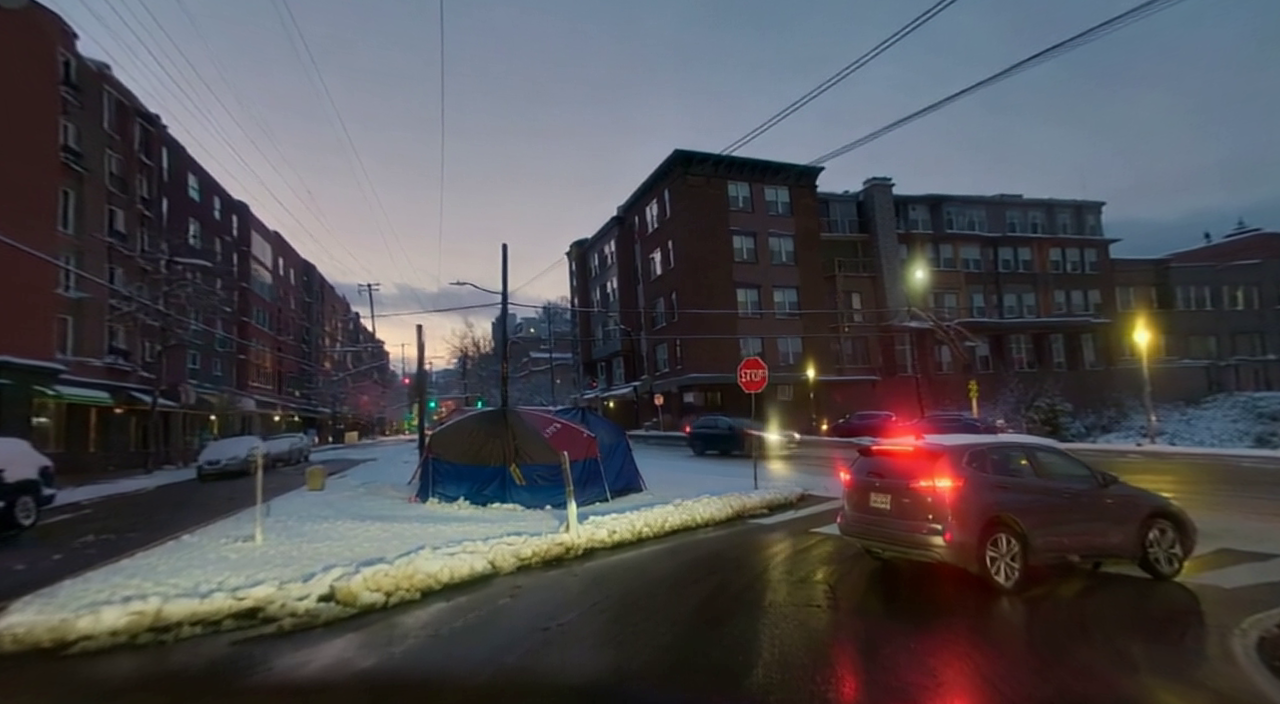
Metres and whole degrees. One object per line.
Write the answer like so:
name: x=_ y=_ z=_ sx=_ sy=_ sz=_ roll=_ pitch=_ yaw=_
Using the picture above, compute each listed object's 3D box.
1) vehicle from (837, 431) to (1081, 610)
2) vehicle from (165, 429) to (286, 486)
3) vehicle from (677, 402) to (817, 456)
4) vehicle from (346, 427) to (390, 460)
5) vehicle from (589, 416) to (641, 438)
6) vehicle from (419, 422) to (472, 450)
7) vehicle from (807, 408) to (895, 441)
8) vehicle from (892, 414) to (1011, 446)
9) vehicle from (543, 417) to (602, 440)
vehicle: x=4.303 y=1.894 z=8.174 sx=1.945 sy=1.647 sz=4.160 roll=-7 pitch=-10 yaw=37
vehicle: x=-14.988 y=3.822 z=23.255 sx=2.054 sy=1.800 sz=5.212 roll=2 pitch=-9 yaw=-15
vehicle: x=4.286 y=3.229 z=26.290 sx=2.152 sy=1.970 sz=5.506 roll=4 pitch=-9 yaw=-41
vehicle: x=-15.522 y=5.256 z=36.238 sx=1.987 sy=1.686 sz=3.971 roll=0 pitch=-8 yaw=-19
vehicle: x=-1.903 y=5.643 z=47.095 sx=1.768 sy=1.492 sz=4.090 roll=6 pitch=-11 yaw=-38
vehicle: x=-13.088 y=5.659 z=42.357 sx=1.870 sy=1.724 sz=4.320 roll=6 pitch=-11 yaw=-38
vehicle: x=11.632 y=4.081 z=35.058 sx=1.805 sy=1.694 sz=4.214 roll=7 pitch=-11 yaw=-39
vehicle: x=15.116 y=3.852 z=30.875 sx=1.824 sy=1.414 sz=4.820 roll=7 pitch=-11 yaw=-41
vehicle: x=-4.867 y=5.487 z=45.117 sx=2.089 sy=1.506 sz=4.641 roll=6 pitch=-10 yaw=-37
